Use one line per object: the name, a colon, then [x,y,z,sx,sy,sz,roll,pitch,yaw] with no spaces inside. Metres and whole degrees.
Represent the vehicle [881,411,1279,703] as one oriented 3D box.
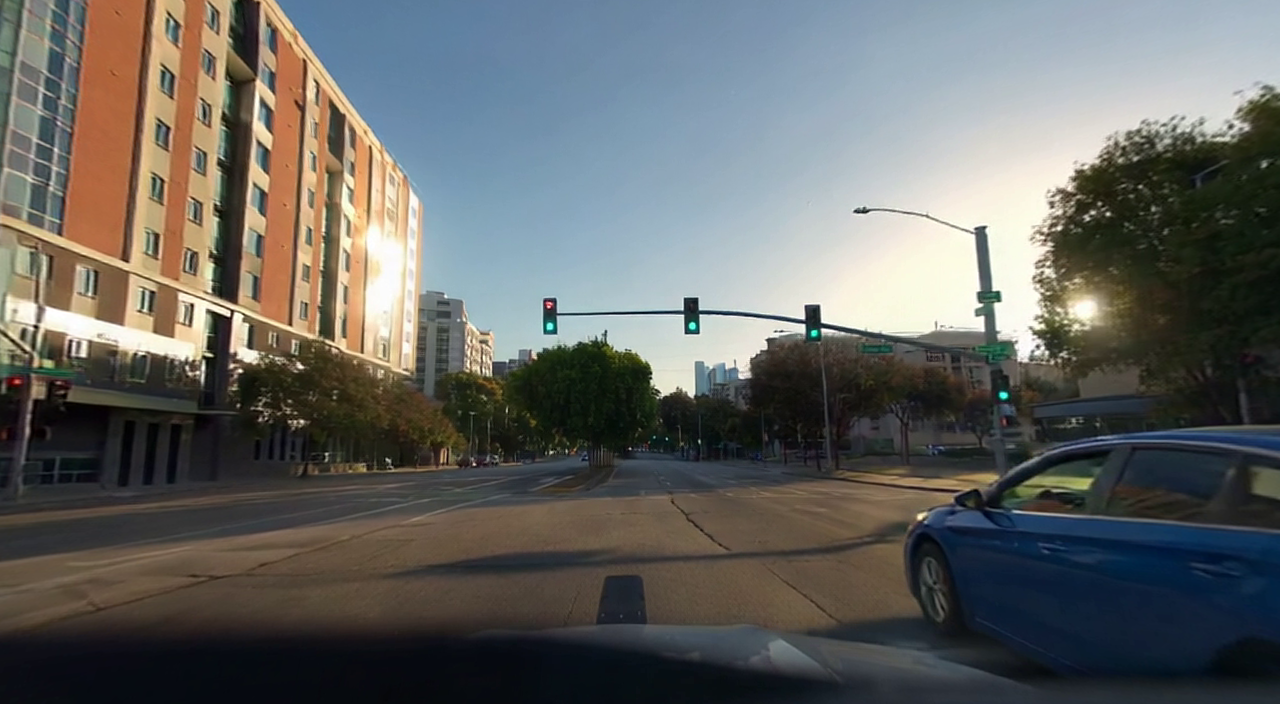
vehicle: [3.076,1.070,3.007,2.015,1.455,4.615,0,-9,0]
